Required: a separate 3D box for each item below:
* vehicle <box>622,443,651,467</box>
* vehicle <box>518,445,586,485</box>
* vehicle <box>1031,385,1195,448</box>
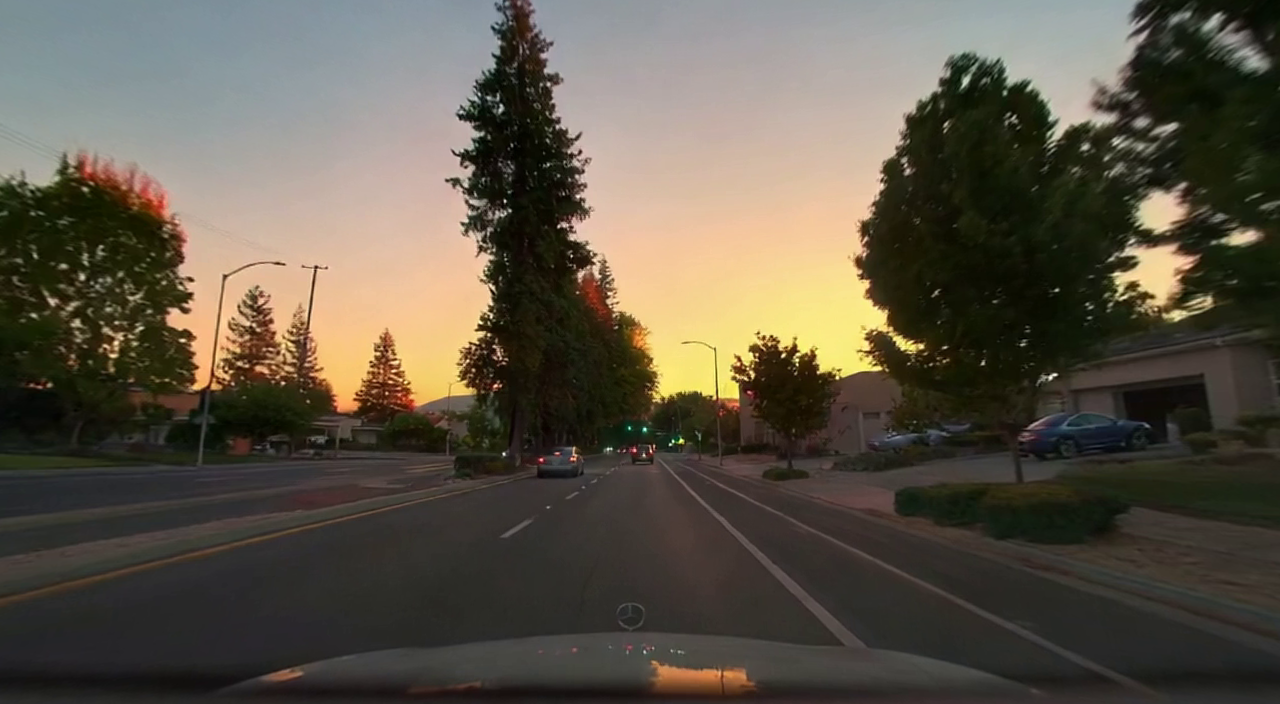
[{"bbox_3d":[-0.279,8.048,49.490,2.153,1.764,4.047,0,-8,-1],"label":"vehicle"},{"bbox_3d":[-3.439,4.508,25.509,2.015,1.470,4.458,0,-8,1],"label":"vehicle"},{"bbox_3d":[15.902,2.264,21.475,3.888,1.599,1.922,-8,-13,20],"label":"vehicle"}]
